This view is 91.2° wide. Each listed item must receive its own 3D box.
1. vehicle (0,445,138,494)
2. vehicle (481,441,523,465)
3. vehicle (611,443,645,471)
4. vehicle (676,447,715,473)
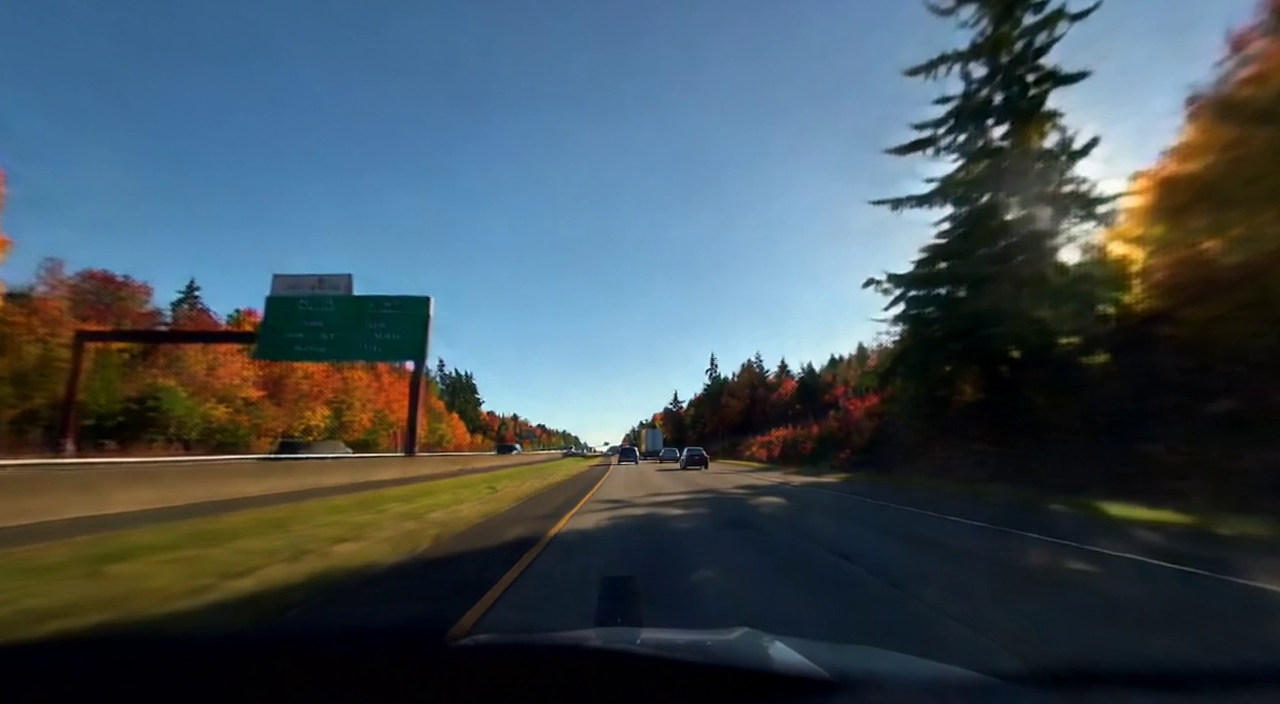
[{"bbox_3d":[-44.915,9.032,49.360,2.868,3.423,9.459,0,-8,-1],"label":"vehicle"},{"bbox_3d":[-9.215,6.770,42.169,1.898,1.521,4.308,0,-9,-1],"label":"vehicle"},{"bbox_3d":[-0.805,6.981,41.804,2.151,1.693,4.201,0,-9,-2],"label":"vehicle"},{"bbox_3d":[3.412,6.683,39.005,1.968,1.513,3.911,0,-9,-1],"label":"vehicle"}]
